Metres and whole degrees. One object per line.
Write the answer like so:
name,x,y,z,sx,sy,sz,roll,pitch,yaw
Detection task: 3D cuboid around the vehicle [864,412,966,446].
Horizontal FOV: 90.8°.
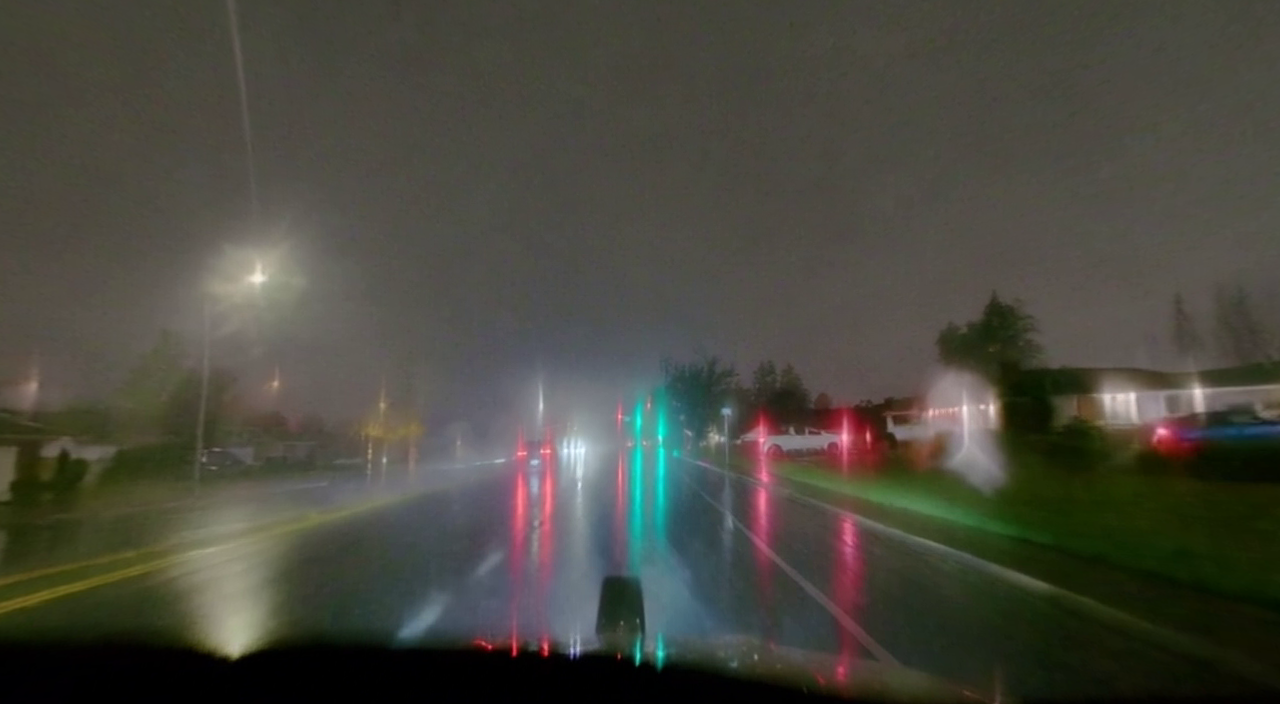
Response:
vehicle,15.739,4.445,36.365,4.858,1.831,2.101,1,-9,-2

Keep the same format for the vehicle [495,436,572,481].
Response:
vehicle,-3.750,3.845,23.044,2.030,1.467,4.251,0,-8,0

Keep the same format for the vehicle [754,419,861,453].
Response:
vehicle,10.479,5.324,39.996,6.098,2.021,2.524,0,-8,1

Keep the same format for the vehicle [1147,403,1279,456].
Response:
vehicle,20.030,2.512,20.932,4.605,1.480,1.994,-3,-7,1

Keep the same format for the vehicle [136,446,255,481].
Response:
vehicle,-24.273,6.089,34.651,4.922,1.766,1.998,0,-8,-4

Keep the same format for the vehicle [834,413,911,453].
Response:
vehicle,10.747,3.835,29.610,1.908,1.703,4.511,1,-9,1
